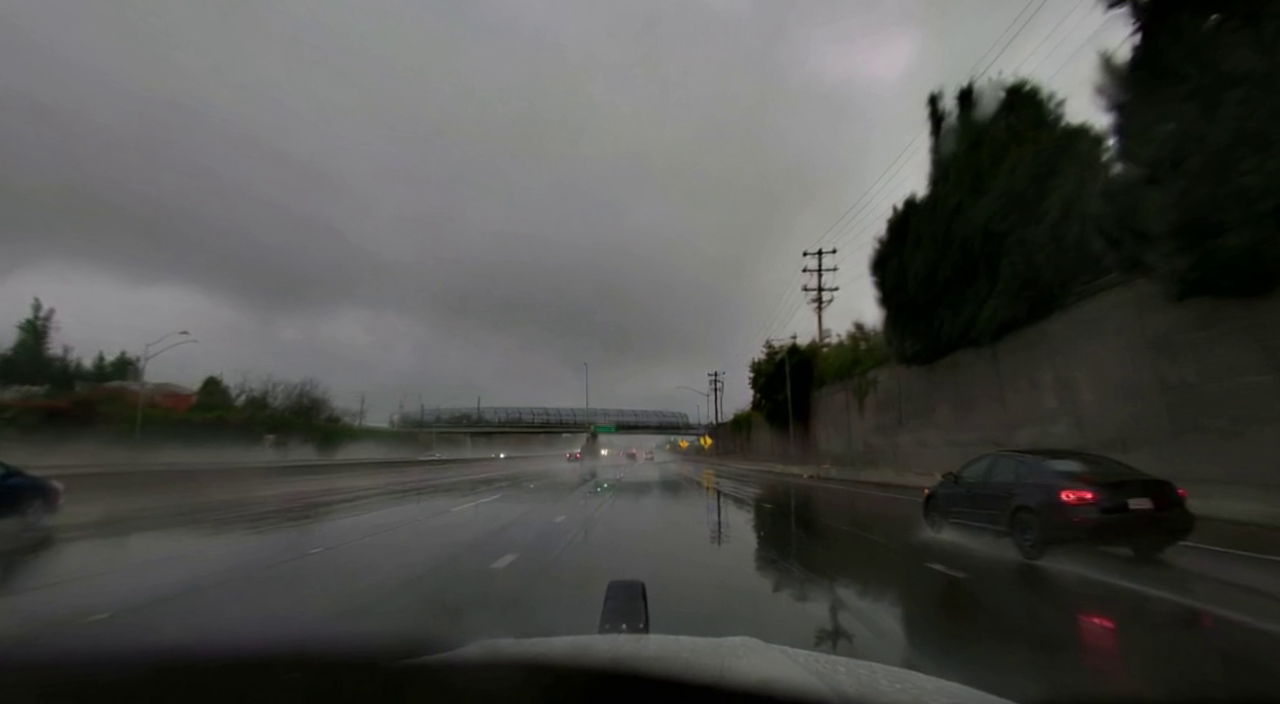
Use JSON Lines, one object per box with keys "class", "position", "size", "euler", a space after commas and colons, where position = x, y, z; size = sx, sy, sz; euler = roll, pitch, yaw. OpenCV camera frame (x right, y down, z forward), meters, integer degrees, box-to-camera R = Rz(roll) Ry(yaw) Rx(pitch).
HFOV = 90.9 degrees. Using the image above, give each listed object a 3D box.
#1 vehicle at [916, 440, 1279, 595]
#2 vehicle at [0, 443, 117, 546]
{"class": "vehicle", "position": [6.000, 2.012, 8.774], "size": [2.009, 1.508, 4.874], "euler": [0, -8, -1]}
{"class": "vehicle", "position": [-10.261, 2.000, 8.728], "size": [2.056, 1.476, 4.562], "euler": [0, -8, 1]}
